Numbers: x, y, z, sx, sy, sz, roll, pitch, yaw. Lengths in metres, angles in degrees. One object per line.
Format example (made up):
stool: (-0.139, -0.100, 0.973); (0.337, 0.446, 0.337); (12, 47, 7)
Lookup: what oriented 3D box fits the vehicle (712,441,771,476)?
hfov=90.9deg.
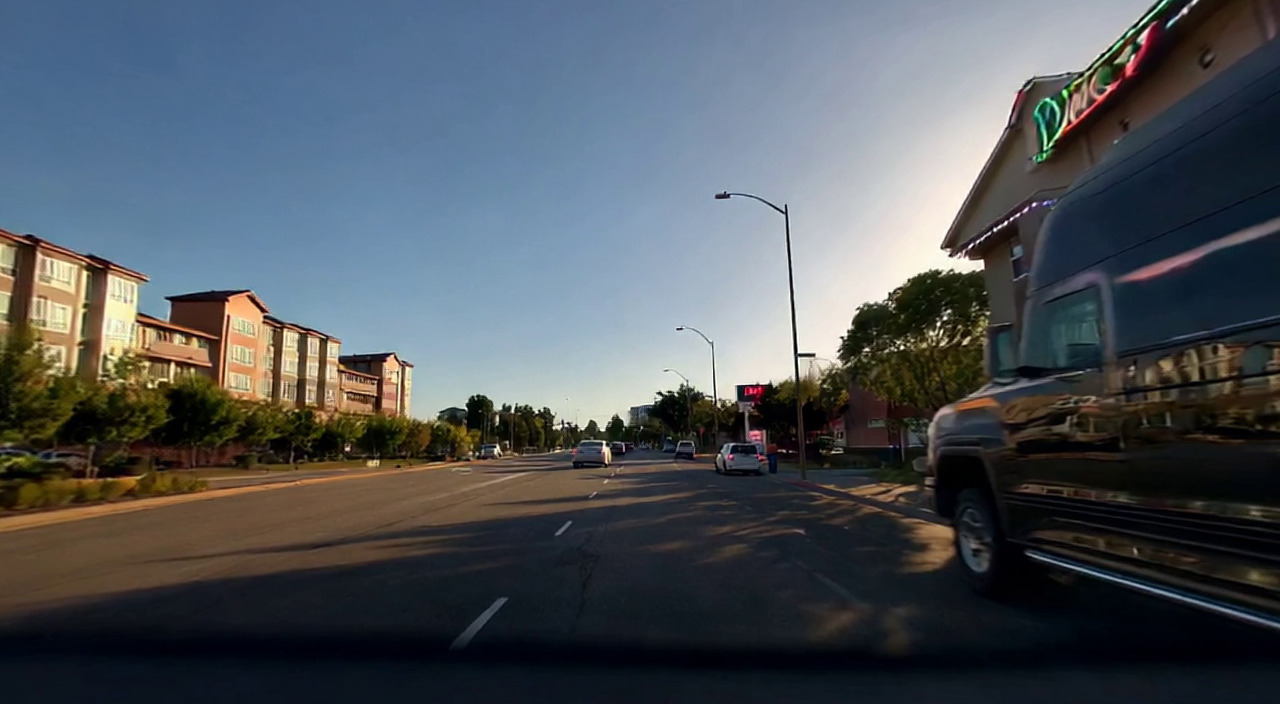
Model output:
vehicle: (4.651, 4.937, 29.580); (2.025, 1.500, 4.465); (0, -8, 0)

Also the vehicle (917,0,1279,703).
vehicle: (4.210, -0.379, 1.714); (3.038, 4.027, 8.712); (0, -8, 1)

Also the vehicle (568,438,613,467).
vehicle: (-2.728, 5.669, 35.687); (2.176, 1.543, 4.335); (0, -8, 1)
